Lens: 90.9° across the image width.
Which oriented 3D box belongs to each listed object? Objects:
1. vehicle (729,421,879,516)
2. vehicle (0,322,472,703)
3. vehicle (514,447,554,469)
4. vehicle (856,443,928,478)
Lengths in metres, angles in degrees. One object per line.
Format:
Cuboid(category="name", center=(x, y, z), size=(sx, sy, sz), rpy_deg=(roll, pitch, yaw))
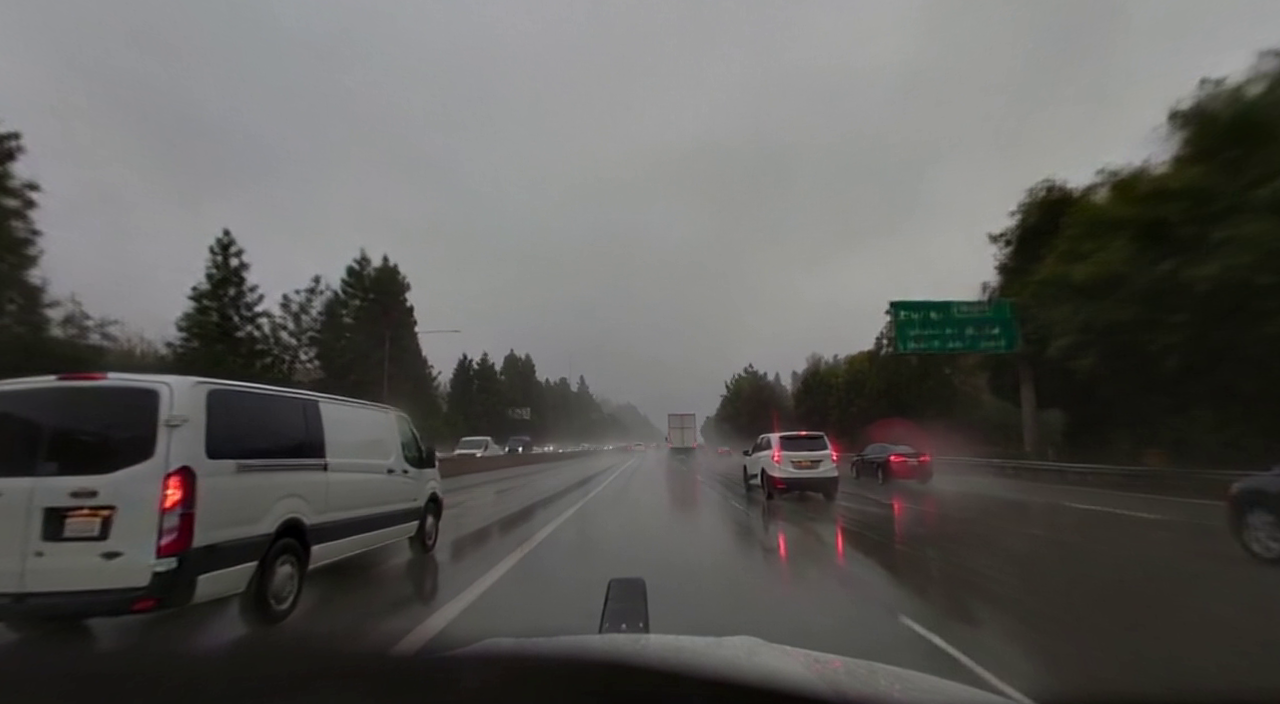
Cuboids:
Cuboid(category="vehicle", center=(3.584, 2.652, 14.889), size=(2.209, 1.862, 4.717), rpy_deg=(0, -8, 0))
Cuboid(category="vehicle", center=(-3.336, 1.206, 5.475), size=(2.159, 1.922, 5.345), rpy_deg=(0, -8, 1))
Cuboid(category="vehicle", center=(-7.475, 7.487, 44.795), size=(1.977, 1.443, 4.358), rpy_deg=(0, -8, 2))
Cuboid(category="vehicle", center=(11.573, 4.984, 29.289), size=(1.827, 1.493, 3.919), rpy_deg=(0, -8, 2))
